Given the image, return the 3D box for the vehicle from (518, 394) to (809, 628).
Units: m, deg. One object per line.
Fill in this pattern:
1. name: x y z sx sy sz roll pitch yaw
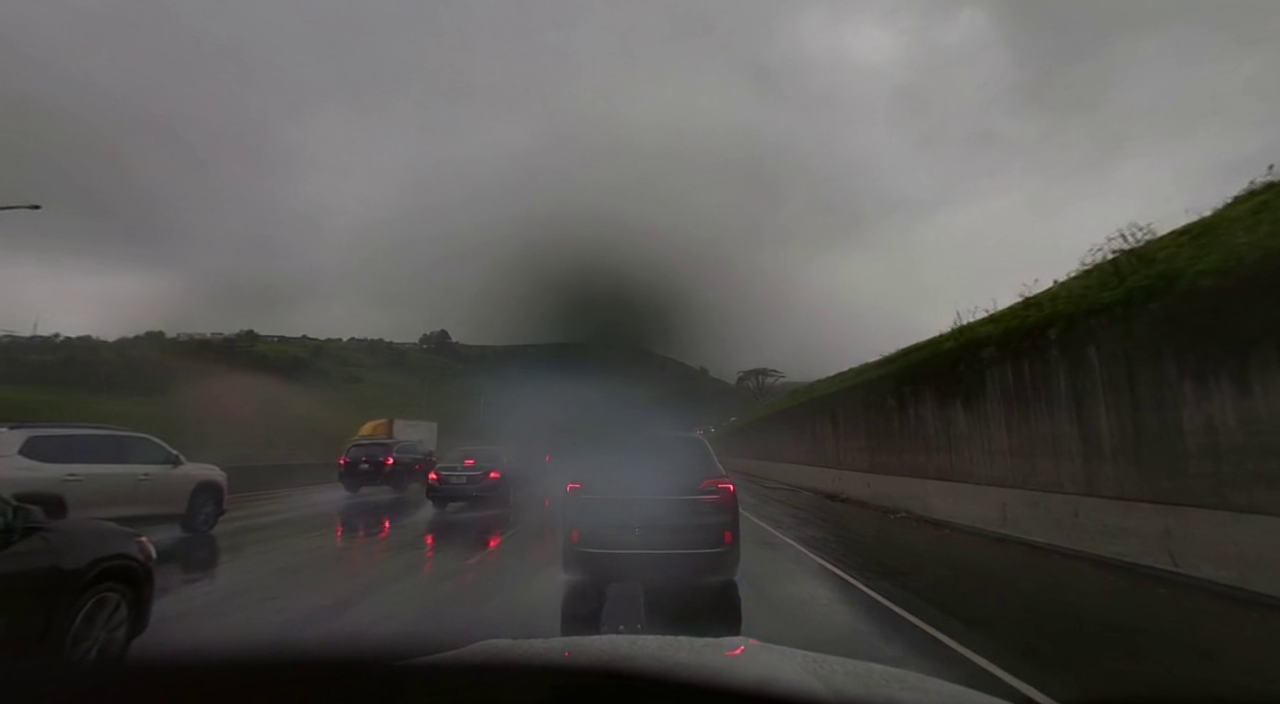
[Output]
1. vehicle: 0.131 1.620 7.534 2.210 1.760 5.303 0 -9 -1

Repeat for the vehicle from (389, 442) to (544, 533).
1. vehicle: -3.228 2.598 12.680 1.917 1.506 3.949 0 -9 1

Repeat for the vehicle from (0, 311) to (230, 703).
1. vehicle: -3.505 0.622 1.256 2.085 1.893 4.880 0 -9 0

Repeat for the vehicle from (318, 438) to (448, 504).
1. vehicle: -7.521 3.515 19.071 1.986 1.700 4.558 0 -9 0
